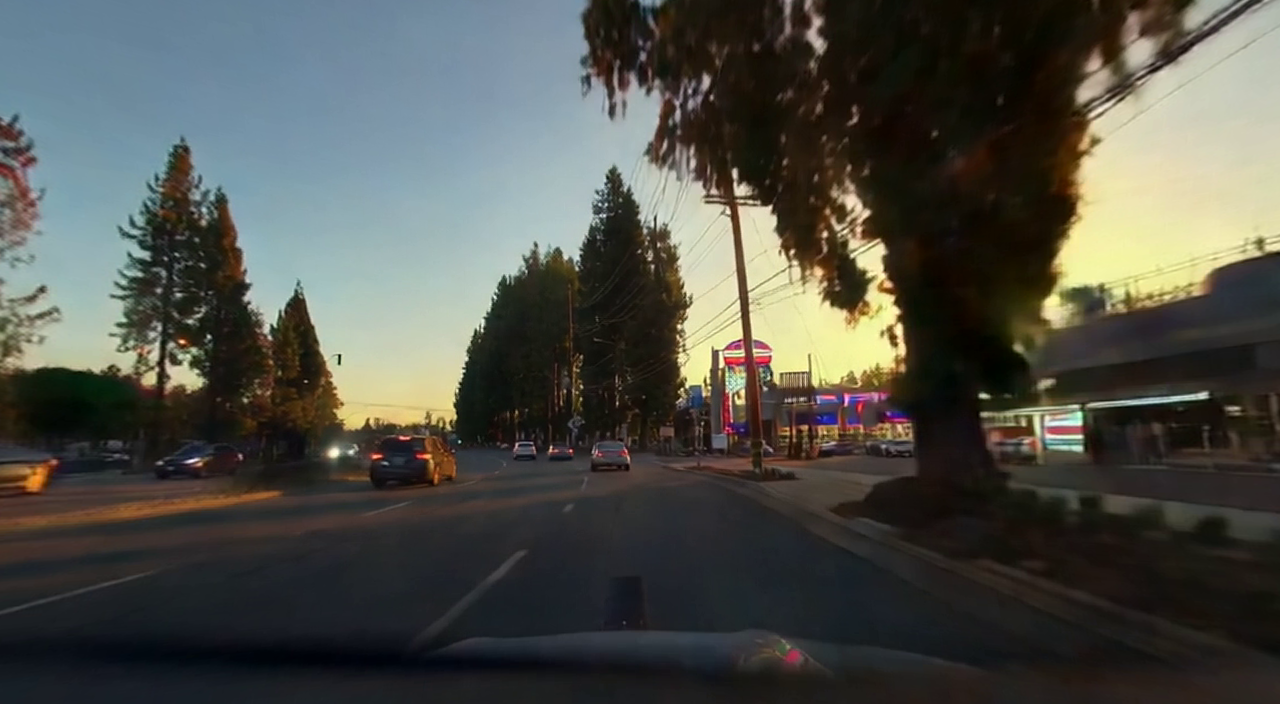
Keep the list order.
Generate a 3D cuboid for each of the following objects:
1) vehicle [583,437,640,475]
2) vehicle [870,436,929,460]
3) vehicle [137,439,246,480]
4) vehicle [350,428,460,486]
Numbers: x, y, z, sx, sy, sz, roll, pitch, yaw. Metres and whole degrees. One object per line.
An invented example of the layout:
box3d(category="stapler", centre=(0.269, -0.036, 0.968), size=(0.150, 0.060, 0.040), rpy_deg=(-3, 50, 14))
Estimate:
box3d(category="vehicle", centre=(-1.331, 4.471, 27.325), size=(2.130, 1.476, 4.453), rpy_deg=(1, -8, -7))
box3d(category="vehicle", centre=(16.963, 6.287, 41.512), size=(1.795, 1.485, 4.601), rpy_deg=(0, -8, -2))
box3d(category="vehicle", centre=(-23.728, 5.669, 33.708), size=(2.236, 1.962, 5.539), rpy_deg=(1, -8, -7))
box3d(category="vehicle", centre=(-7.762, 3.510, 21.385), size=(2.195, 1.752, 4.515), rpy_deg=(0, -8, -3))
